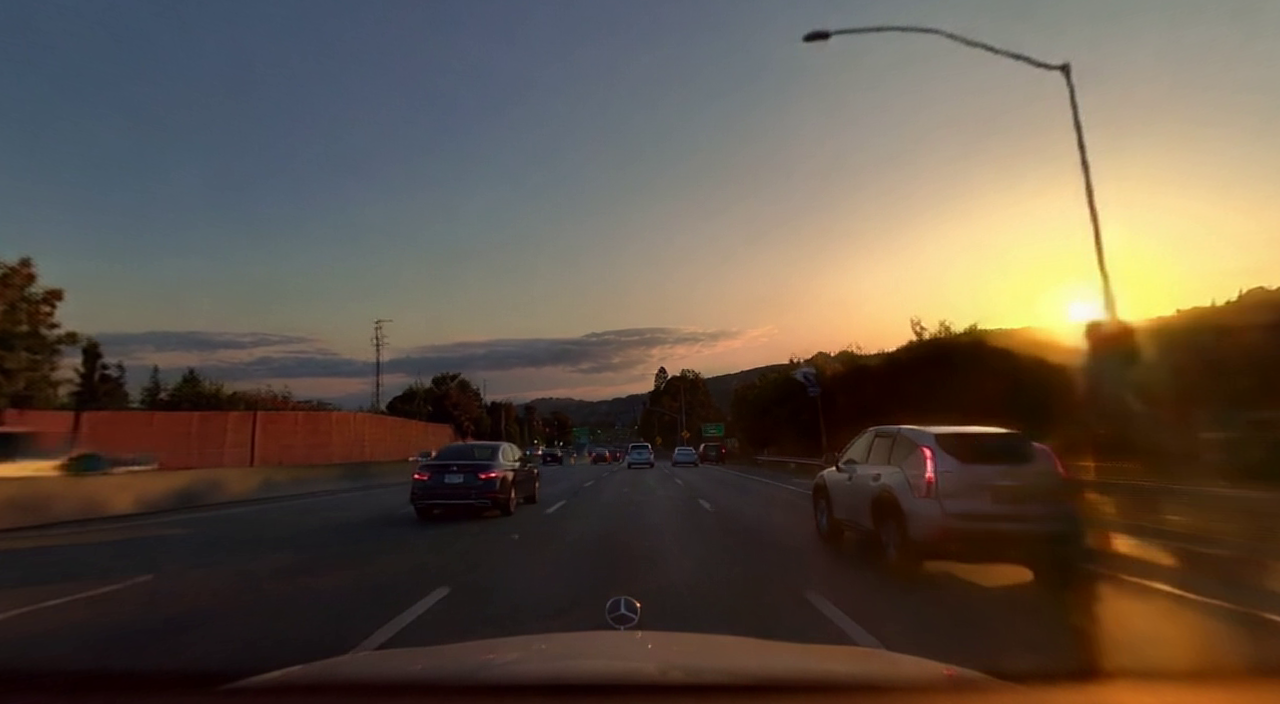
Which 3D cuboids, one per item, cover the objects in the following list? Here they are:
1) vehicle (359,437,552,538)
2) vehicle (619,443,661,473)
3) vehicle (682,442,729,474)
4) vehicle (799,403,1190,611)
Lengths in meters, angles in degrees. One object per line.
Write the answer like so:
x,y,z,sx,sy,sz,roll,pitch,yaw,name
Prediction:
-3.156,2.412,12.066,2.130,1.514,4.766,0,-8,1,vehicle
0.037,6.437,38.723,2.408,1.748,4.217,0,-8,1,vehicle
3.802,6.249,37.476,2.320,1.735,4.408,0,-8,0,vehicle
3.534,1.616,7.592,2.029,1.716,4.545,0,-8,0,vehicle
